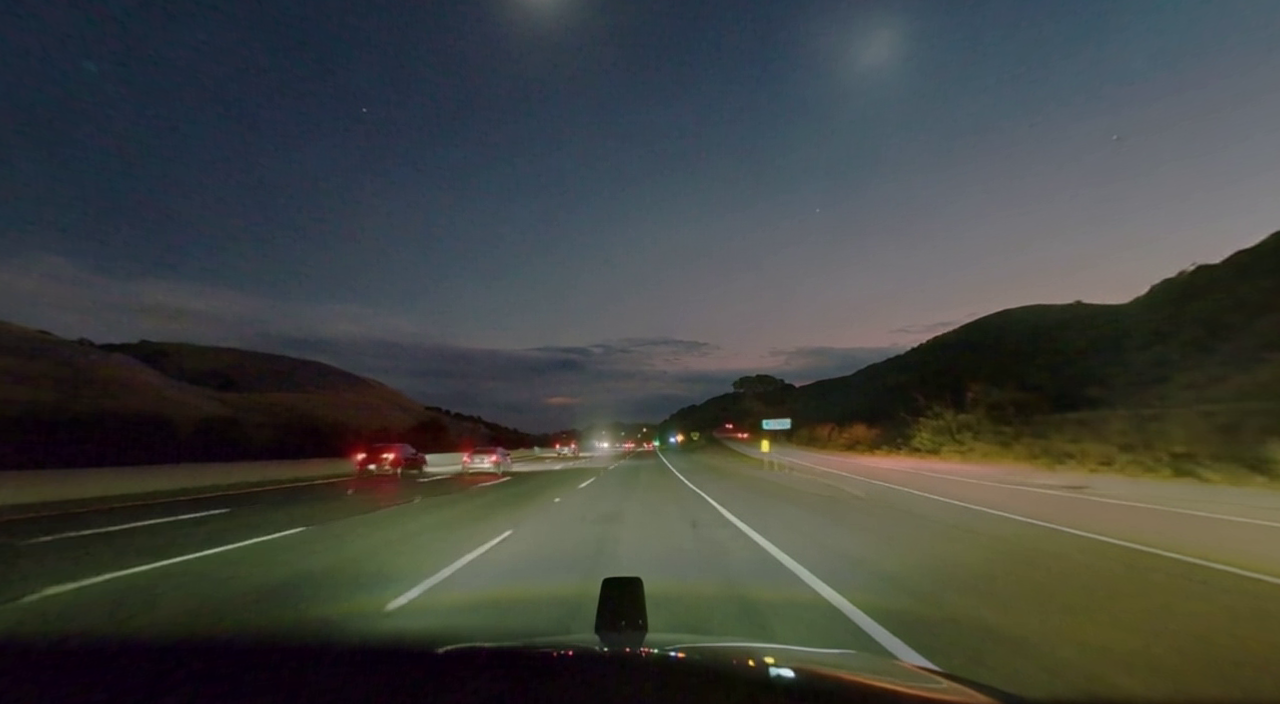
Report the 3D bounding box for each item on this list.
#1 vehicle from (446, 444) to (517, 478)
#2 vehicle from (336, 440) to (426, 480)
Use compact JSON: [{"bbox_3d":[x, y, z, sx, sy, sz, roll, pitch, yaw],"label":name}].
[{"bbox_3d":[-7.338,5.092,29.692,2.107,1.484,4.449,0,-9,1],"label":"vehicle"},{"bbox_3d":[-11.510,4.839,28.452,2.020,1.645,4.629,0,-9,1],"label":"vehicle"}]
